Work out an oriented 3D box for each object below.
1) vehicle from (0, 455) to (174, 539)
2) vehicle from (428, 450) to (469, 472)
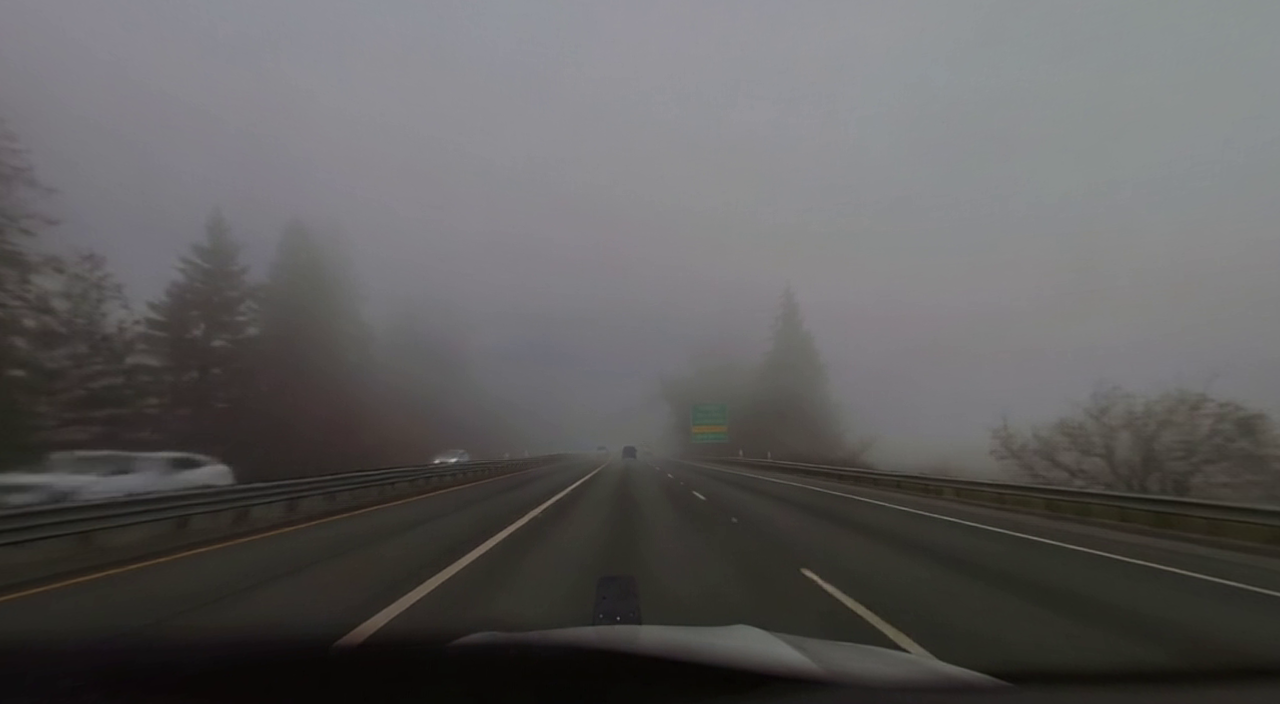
[{"bbox_3d":[-13.169,3.106,13.985,1.944,1.518,4.723,0,-9,-1],"label":"vehicle"},{"bbox_3d":[-14.894,8.470,48.905,1.901,1.609,4.273,0,-9,-1],"label":"vehicle"}]
